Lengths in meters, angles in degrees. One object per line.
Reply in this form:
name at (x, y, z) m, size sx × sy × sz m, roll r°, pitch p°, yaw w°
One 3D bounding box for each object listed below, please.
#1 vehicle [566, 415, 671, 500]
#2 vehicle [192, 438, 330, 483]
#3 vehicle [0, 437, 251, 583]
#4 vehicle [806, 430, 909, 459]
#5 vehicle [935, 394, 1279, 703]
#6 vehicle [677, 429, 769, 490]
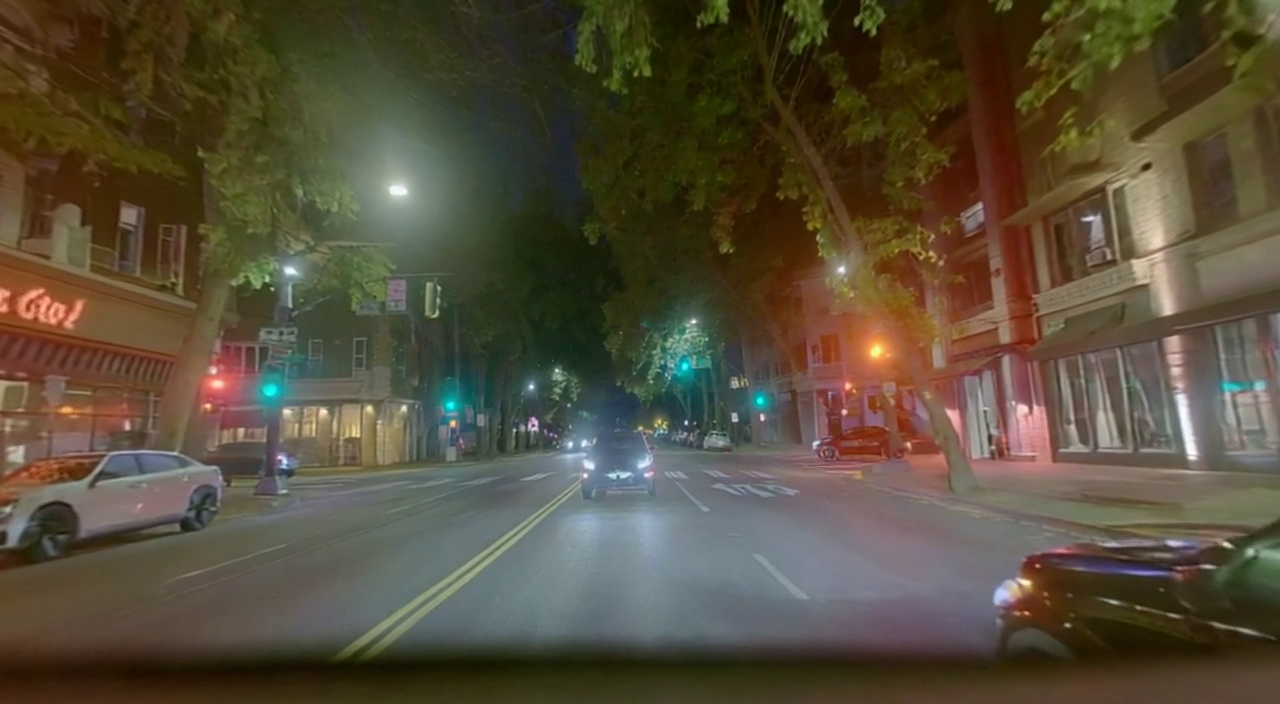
vehicle at (-0.525, 2.698, 16.461) m, size 2.301 × 1.854 × 4.919 m, roll 0°, pitch -8°, yaw -1°
vehicle at (-17.638, 5.052, 29.602) m, size 5.037 × 2.002 × 2.173 m, roll 0°, pitch -8°, yaw 0°
vehicle at (-9.775, 2.515, 11.053) m, size 2.048 × 1.985 × 6.011 m, roll 0°, pitch -8°, yaw 0°
vehicle at (11.365, 4.866, 33.272) m, size 4.713 × 1.493 × 1.875 m, roll 0°, pitch -8°, yaw -2°
vehicle at (2.828, 0.808, 1.459) m, size 2.146 × 1.457 × 4.439 m, roll 0°, pitch -8°, yaw 0°
vehicle at (2.289, 3.114, 18.573) m, size 1.998 × 1.580 × 4.015 m, roll 0°, pitch -8°, yaw -2°
